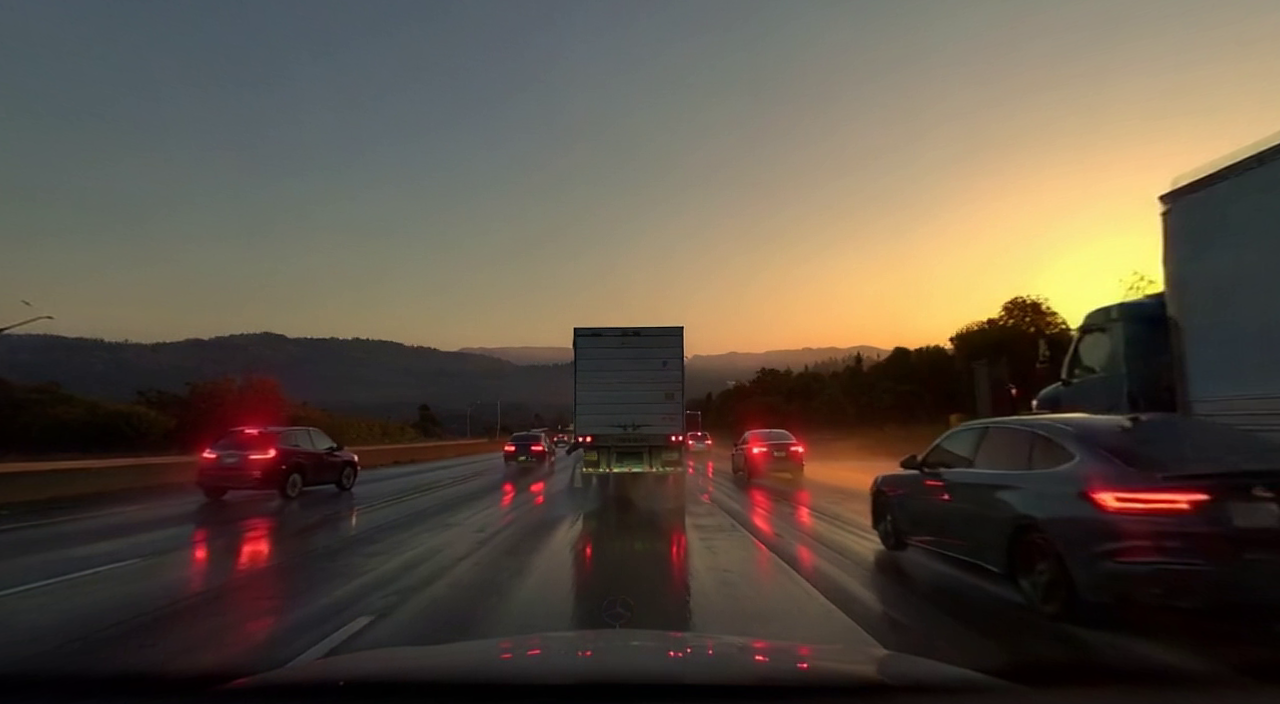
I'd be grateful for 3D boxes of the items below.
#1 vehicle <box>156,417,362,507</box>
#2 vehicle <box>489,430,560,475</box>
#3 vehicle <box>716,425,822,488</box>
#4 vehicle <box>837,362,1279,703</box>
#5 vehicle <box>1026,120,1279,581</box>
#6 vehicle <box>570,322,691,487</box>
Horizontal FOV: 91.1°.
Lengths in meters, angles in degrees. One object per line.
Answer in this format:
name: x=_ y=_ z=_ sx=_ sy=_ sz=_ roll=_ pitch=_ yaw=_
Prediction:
vehicle: x=-7.971 y=2.313 z=13.733 sx=1.944 sy=1.653 sz=4.097 roll=0 pitch=-8 yaw=-1
vehicle: x=-4.111 y=3.620 z=22.963 sx=1.882 sy=1.493 sz=3.828 roll=0 pitch=-8 yaw=0
vehicle: x=3.404 y=2.835 z=17.487 sx=1.945 sy=1.529 sz=4.129 roll=0 pitch=-8 yaw=-2
vehicle: x=3.257 y=1.109 z=4.539 sx=1.999 sy=1.523 sz=4.882 roll=0 pitch=-8 yaw=-1
vehicle: x=7.207 y=-0.538 z=1.754 sx=2.880 sy=4.073 sz=14.510 roll=0 pitch=-8 yaw=-1
vehicle: x=-0.421 y=1.917 z=20.365 sx=2.938 sy=4.033 sz=9.980 roll=0 pitch=-8 yaw=-2
